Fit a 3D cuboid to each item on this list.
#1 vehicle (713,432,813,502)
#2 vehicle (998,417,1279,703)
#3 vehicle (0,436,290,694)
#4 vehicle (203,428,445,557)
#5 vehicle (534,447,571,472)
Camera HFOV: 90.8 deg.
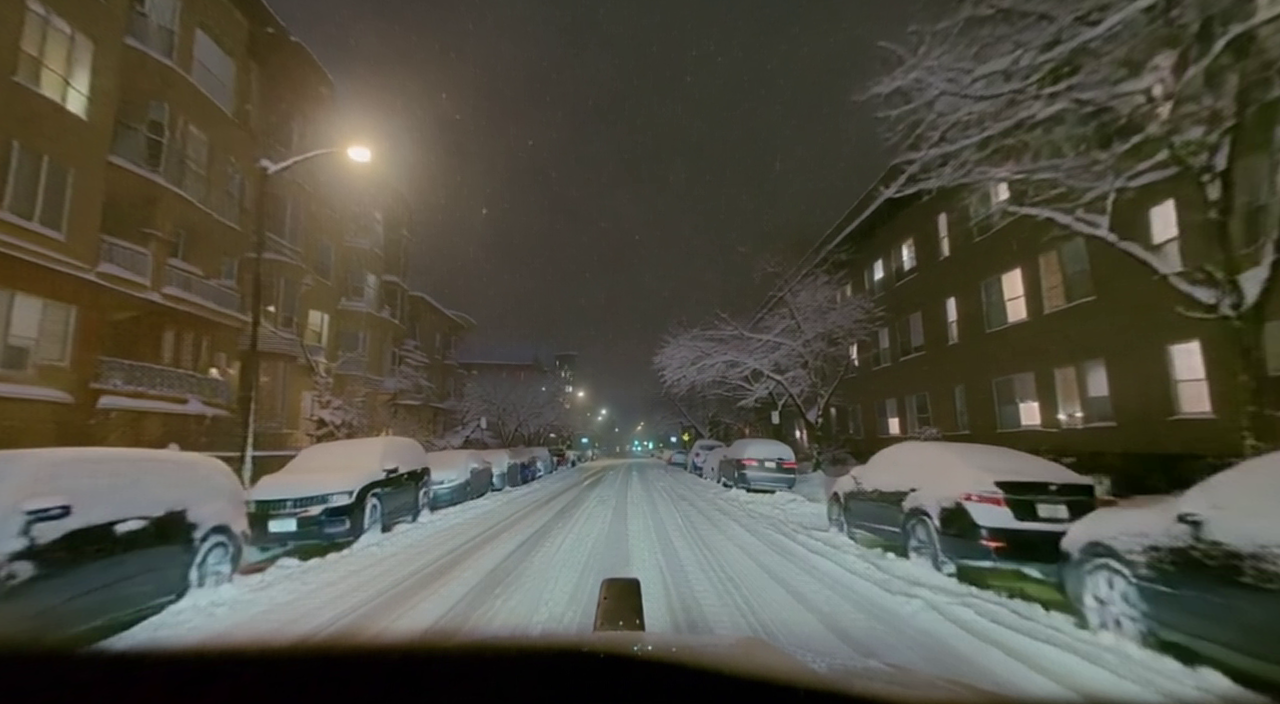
[{"bbox_3d":[3.499,3.371,19.058,1.912,1.781,5.159,0,-8,-1],"label":"vehicle"},{"bbox_3d":[4.070,1.084,3.064,1.707,1.528,4.812,0,-8,-2],"label":"vehicle"},{"bbox_3d":[-4.901,1.429,4.652,2.049,1.509,4.783,-2,-7,-2],"label":"vehicle"},{"bbox_3d":[-5.024,2.249,10.970,1.922,1.728,4.628,0,-8,-2],"label":"vehicle"},{"bbox_3d":[-5.578,6.863,40.581,1.647,1.481,4.433,0,-8,1],"label":"vehicle"}]
